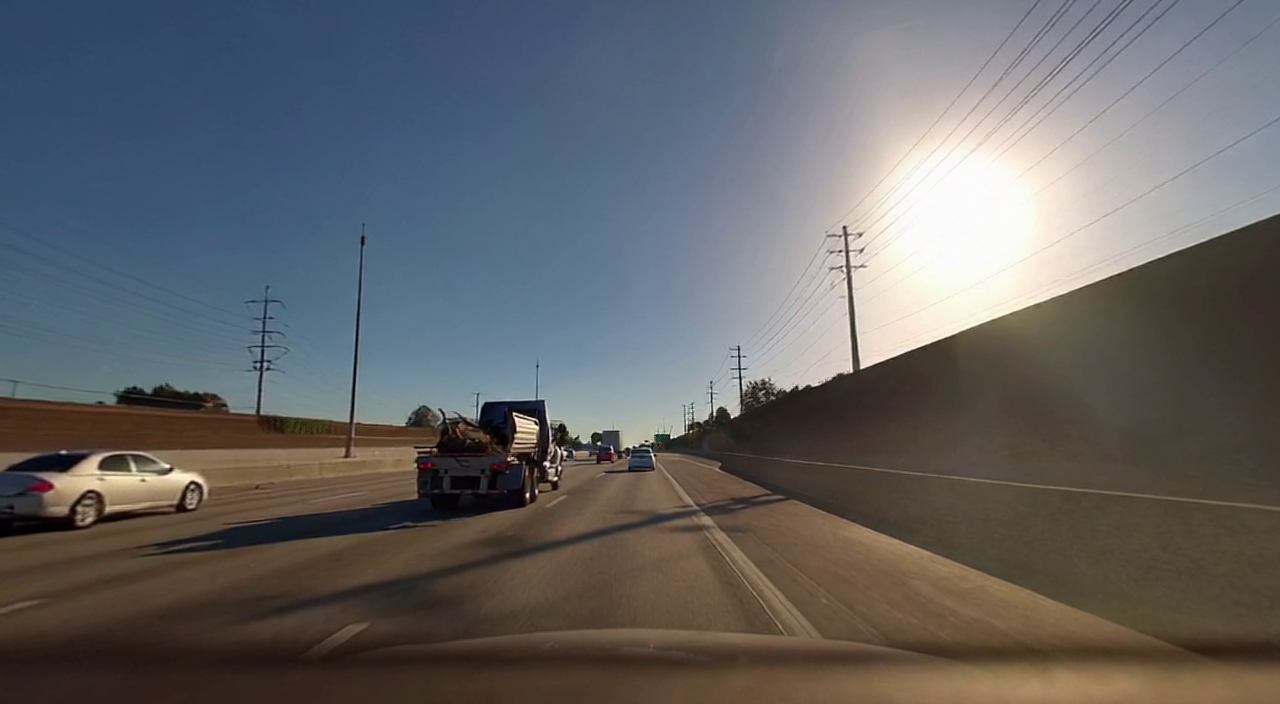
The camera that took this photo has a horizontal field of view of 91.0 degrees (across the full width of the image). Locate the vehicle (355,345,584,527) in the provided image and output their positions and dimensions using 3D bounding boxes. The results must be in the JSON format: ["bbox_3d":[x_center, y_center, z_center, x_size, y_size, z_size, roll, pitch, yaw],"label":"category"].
[{"bbox_3d":[-3.447,2.170,15.866,3.023,3.246,9.102,0,-9,1],"label":"vehicle"}]

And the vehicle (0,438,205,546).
[{"bbox_3d":[-10.107,2.290,10.863,1.951,1.523,4.486,0,-9,0],"label":"vehicle"}]

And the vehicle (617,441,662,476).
[{"bbox_3d":[-0.016,5.454,32.476,2.178,1.640,4.071,0,-9,0],"label":"vehicle"}]
